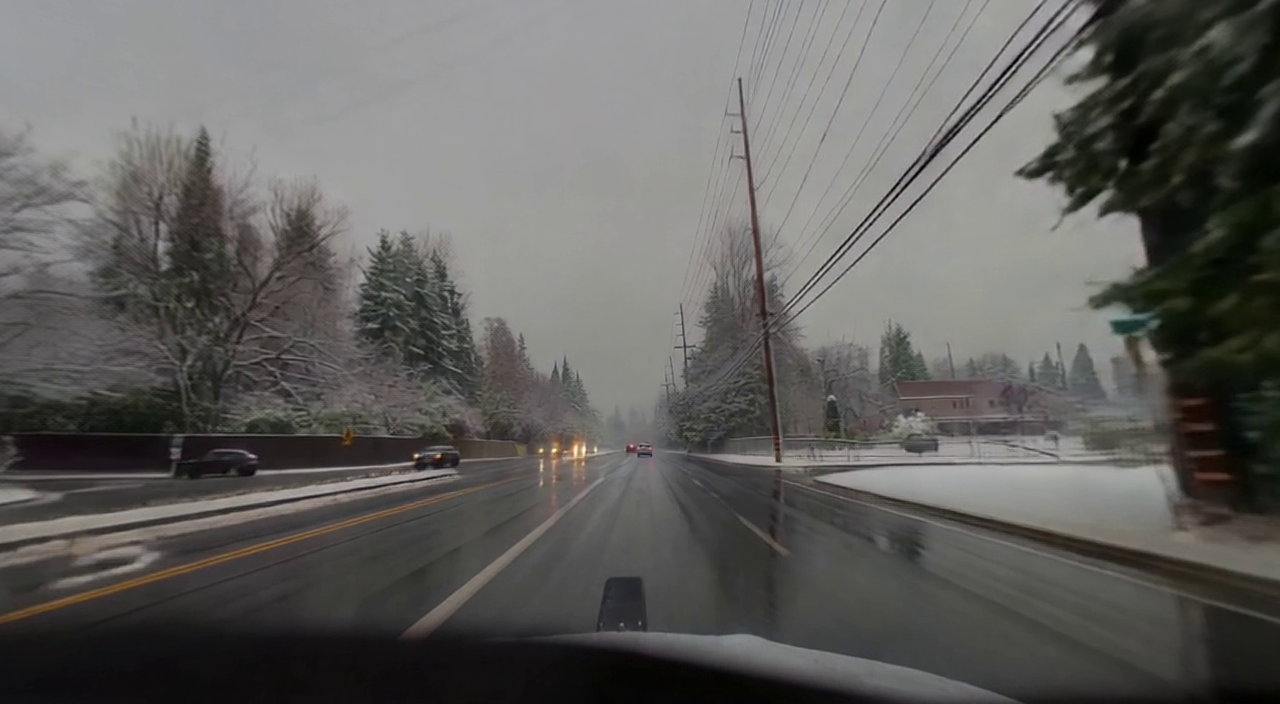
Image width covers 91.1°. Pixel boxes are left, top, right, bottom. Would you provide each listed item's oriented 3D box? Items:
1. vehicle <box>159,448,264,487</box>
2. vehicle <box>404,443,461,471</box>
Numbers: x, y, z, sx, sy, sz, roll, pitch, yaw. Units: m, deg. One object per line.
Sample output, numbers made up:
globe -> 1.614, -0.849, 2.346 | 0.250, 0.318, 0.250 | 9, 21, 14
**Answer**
vehicle -> -21.693, 5.787, 31.804 | 4.600, 1.809, 2.153 | -3, -9, 23
vehicle -> -13.355, 6.780, 40.754 | 2.120, 1.696, 4.403 | 0, -8, 1
